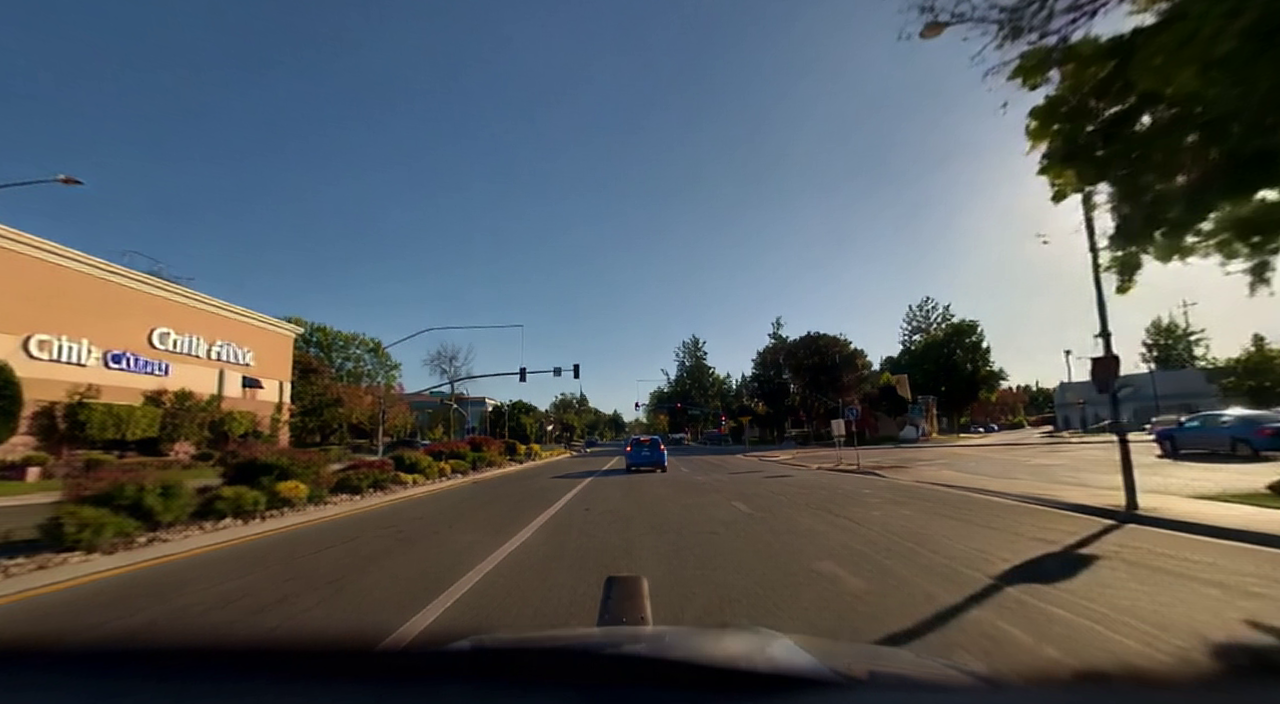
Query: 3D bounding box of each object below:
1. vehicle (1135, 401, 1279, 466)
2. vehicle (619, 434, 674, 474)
[{"bbox_3d":[23.258,3.224,24.626,2.647,2.185,6.556,-1,-8,2],"label":"vehicle"},{"bbox_3d":[0.182,4.104,25.636,2.028,1.478,4.545,0,-8,-1],"label":"vehicle"}]
